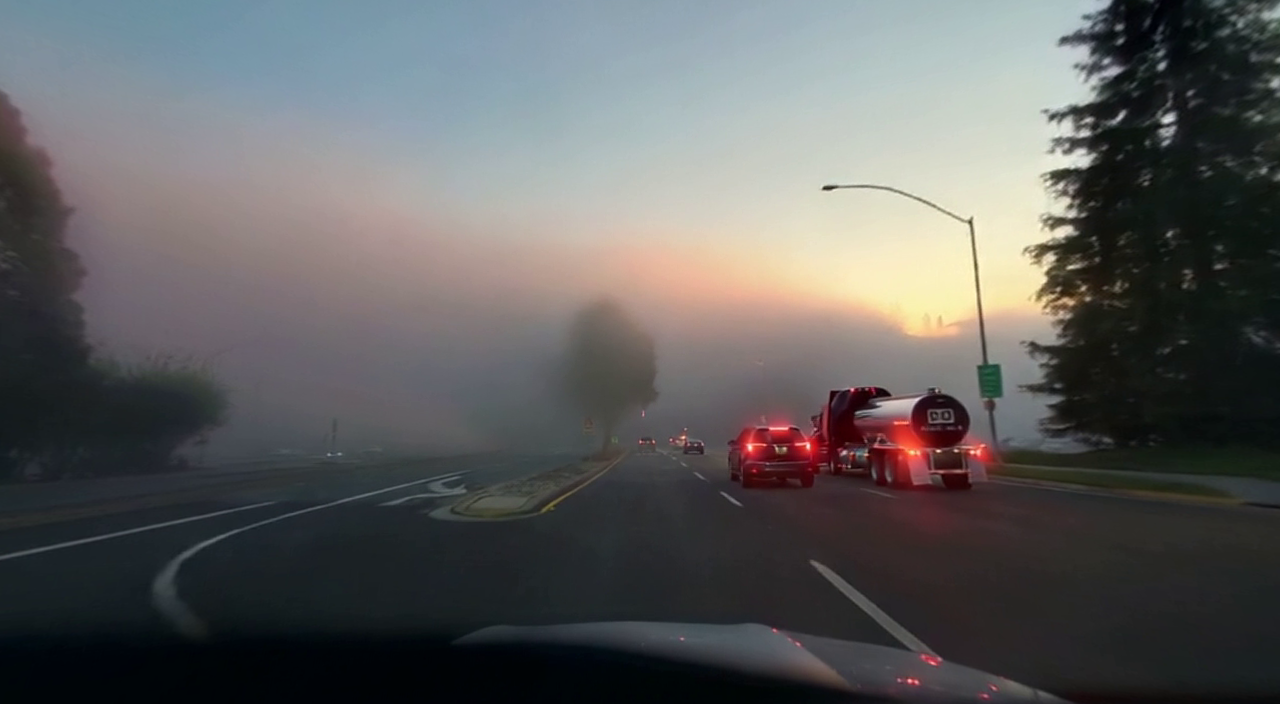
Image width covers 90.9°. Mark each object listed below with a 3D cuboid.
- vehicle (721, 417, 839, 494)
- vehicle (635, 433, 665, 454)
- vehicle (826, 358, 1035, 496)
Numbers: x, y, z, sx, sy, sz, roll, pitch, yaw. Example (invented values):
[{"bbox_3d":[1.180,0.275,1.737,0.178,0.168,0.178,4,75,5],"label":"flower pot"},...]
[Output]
[{"bbox_3d":[3.507,2.683,16.752,2.045,1.729,4.532,-1,-8,0],"label":"vehicle"},{"bbox_3d":[0.728,7.068,48.793,2.148,1.488,4.002,-1,-8,-1],"label":"vehicle"},{"bbox_3d":[7.740,2.175,17.970,2.849,3.207,6.275,-1,-8,0],"label":"vehicle"}]
